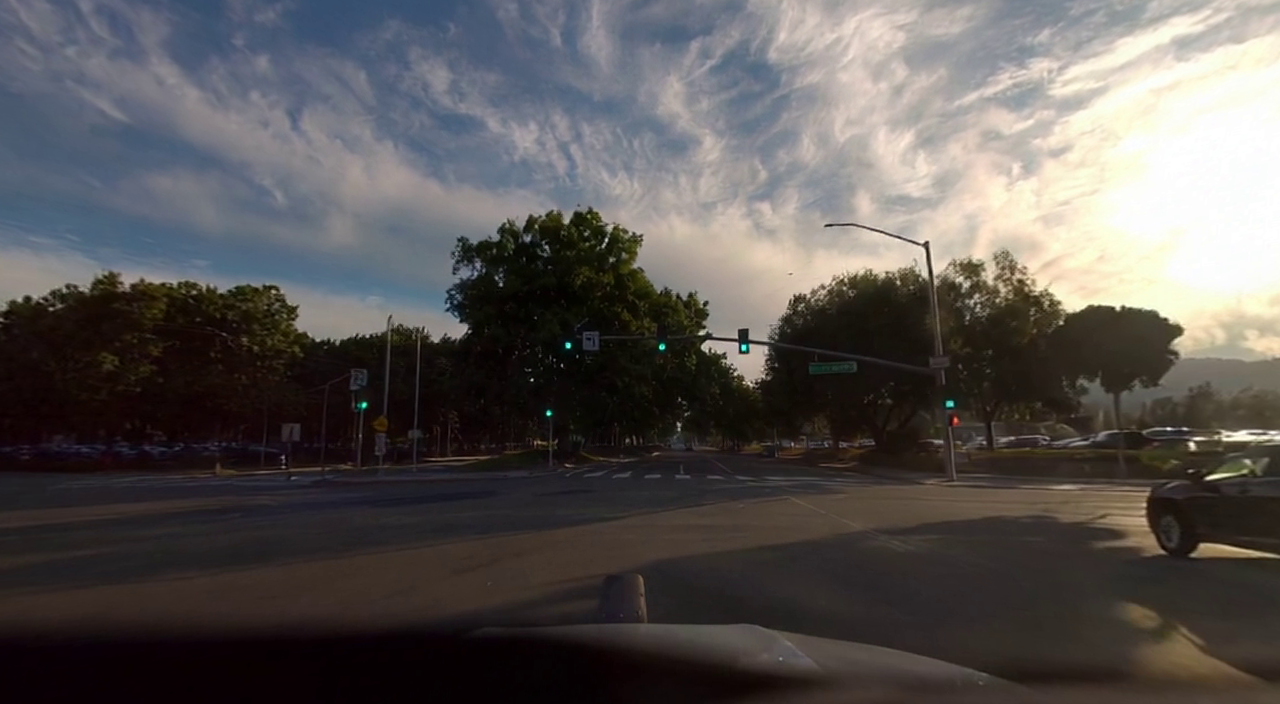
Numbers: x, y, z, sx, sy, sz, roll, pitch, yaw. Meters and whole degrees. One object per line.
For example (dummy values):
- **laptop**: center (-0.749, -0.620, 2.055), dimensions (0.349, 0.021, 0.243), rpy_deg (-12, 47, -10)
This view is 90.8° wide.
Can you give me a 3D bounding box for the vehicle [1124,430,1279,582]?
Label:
- **vehicle**: center (7.371, 1.590, 6.636), dimensions (1.797, 1.518, 3.433), rpy_deg (0, -9, 0)
